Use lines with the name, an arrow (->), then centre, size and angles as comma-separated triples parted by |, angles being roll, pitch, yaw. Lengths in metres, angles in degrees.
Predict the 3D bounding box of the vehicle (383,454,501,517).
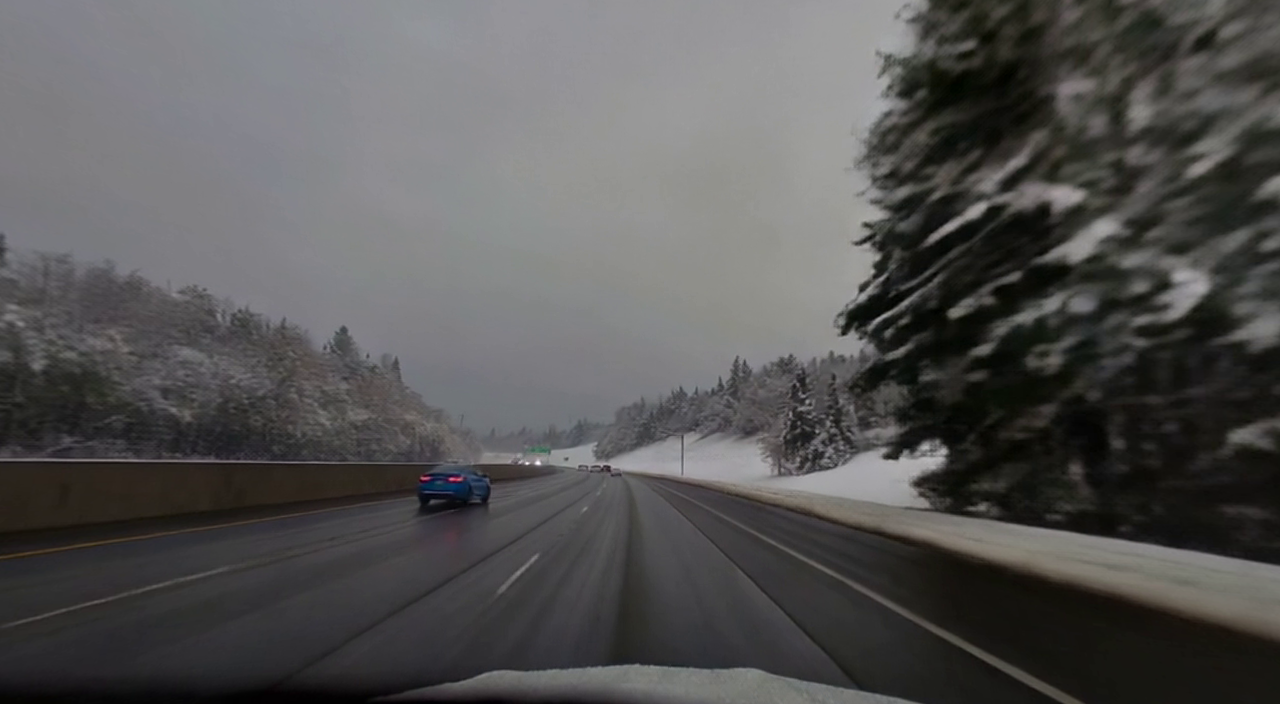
vehicle -> -6.015, 4.123, 19.834 | 2.194, 1.704, 4.421 | 1, -10, 0
